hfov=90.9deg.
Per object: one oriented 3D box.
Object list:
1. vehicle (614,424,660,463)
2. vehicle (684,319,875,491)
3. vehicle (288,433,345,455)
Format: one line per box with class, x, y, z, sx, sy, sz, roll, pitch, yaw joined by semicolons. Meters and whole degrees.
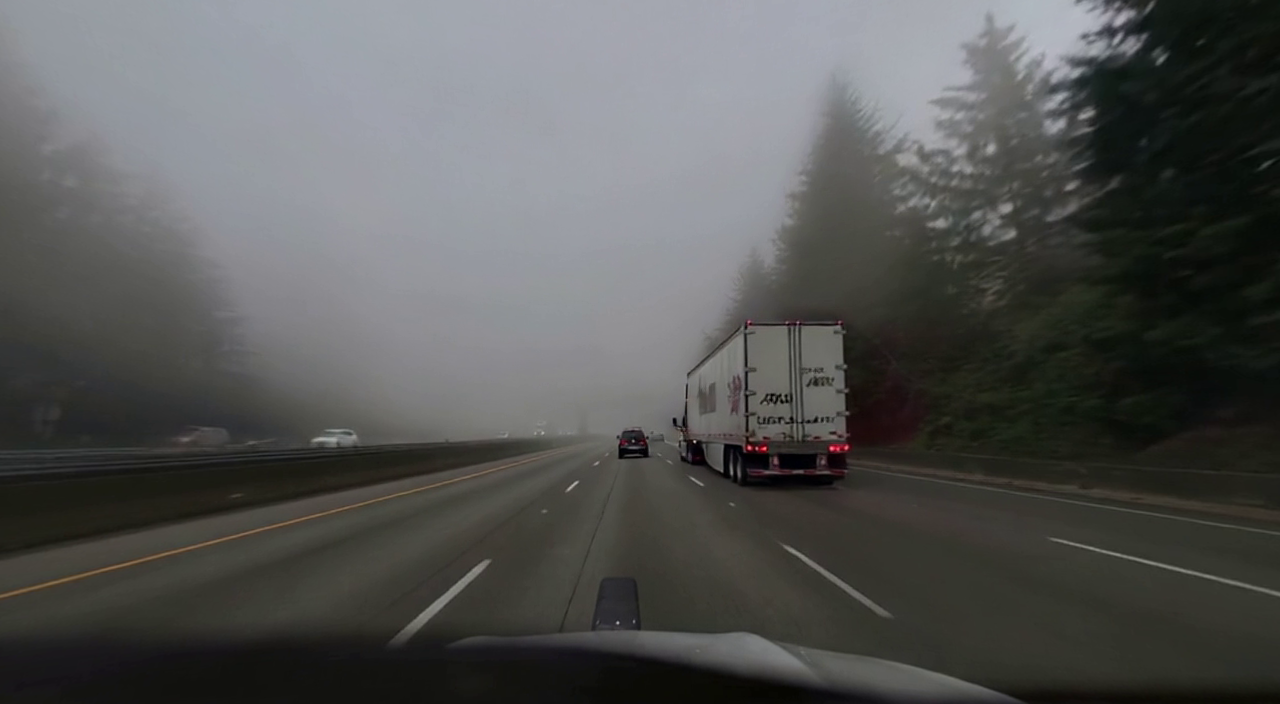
vehicle;-0.222;4.813;33.379;2.277;1.913;4.510;0;-8;-1
vehicle;3.756;2.145;21.864;2.987;4.021;14.105;0;-8;-2
vehicle;-23.292;6.599;45.505;1.866;1.516;4.226;0;-8;0
